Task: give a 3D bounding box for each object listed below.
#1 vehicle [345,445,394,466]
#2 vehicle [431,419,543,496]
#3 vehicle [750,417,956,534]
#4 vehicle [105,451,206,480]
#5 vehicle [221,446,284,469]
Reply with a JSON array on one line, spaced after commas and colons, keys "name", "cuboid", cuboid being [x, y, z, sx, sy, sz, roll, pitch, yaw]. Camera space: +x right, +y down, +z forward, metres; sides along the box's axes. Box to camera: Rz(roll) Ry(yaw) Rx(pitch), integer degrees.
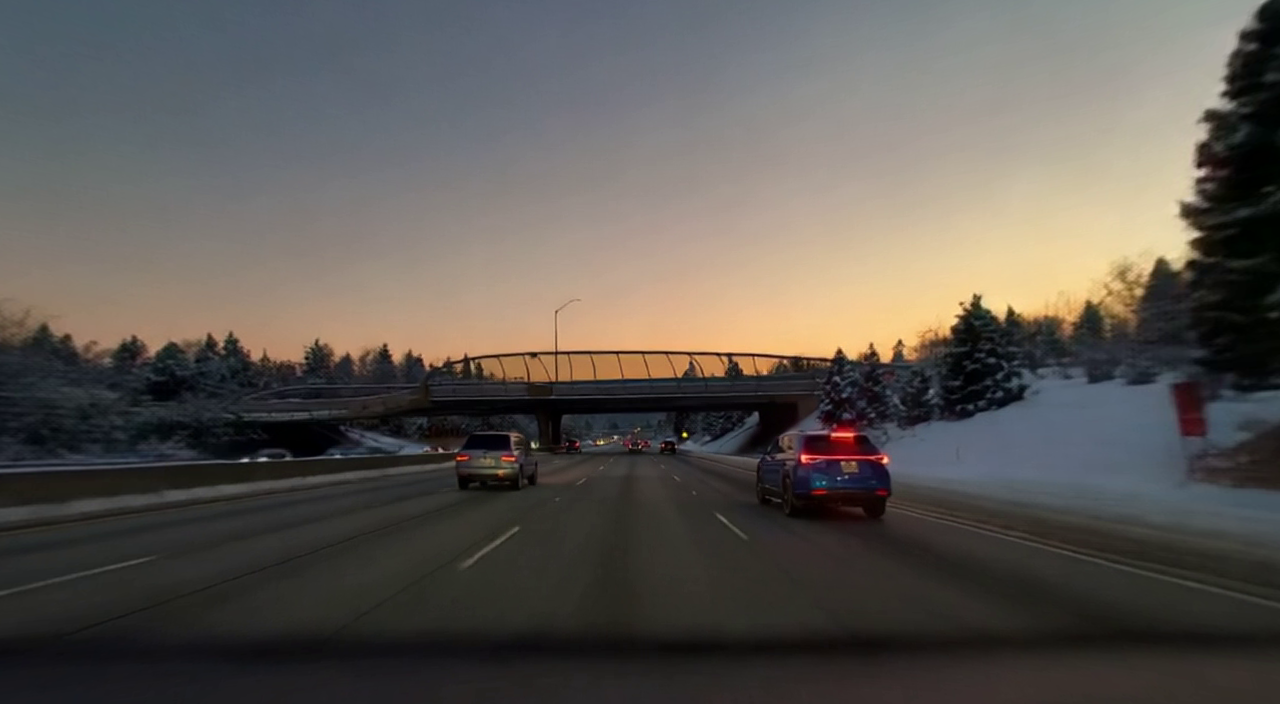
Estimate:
[{"name": "vehicle", "cuboid": [-19.849, 7.575, 46.514, 1.770, 1.469, 4.265, 0, -9, -1]}, {"name": "vehicle", "cuboid": [-4.132, 2.957, 17.927, 2.018, 1.872, 4.728, 0, -9, -1]}, {"name": "vehicle", "cuboid": [3.632, 2.212, 11.883, 2.185, 1.749, 4.477, 0, -9, -1]}, {"name": "vehicle", "cuboid": [-27.323, 6.390, 35.885, 1.852, 1.484, 4.894, 0, -9, 0]}, {"name": "vehicle", "cuboid": [-30.007, 8.170, 49.115, 1.952, 1.656, 4.611, 0, -9, 0]}]
